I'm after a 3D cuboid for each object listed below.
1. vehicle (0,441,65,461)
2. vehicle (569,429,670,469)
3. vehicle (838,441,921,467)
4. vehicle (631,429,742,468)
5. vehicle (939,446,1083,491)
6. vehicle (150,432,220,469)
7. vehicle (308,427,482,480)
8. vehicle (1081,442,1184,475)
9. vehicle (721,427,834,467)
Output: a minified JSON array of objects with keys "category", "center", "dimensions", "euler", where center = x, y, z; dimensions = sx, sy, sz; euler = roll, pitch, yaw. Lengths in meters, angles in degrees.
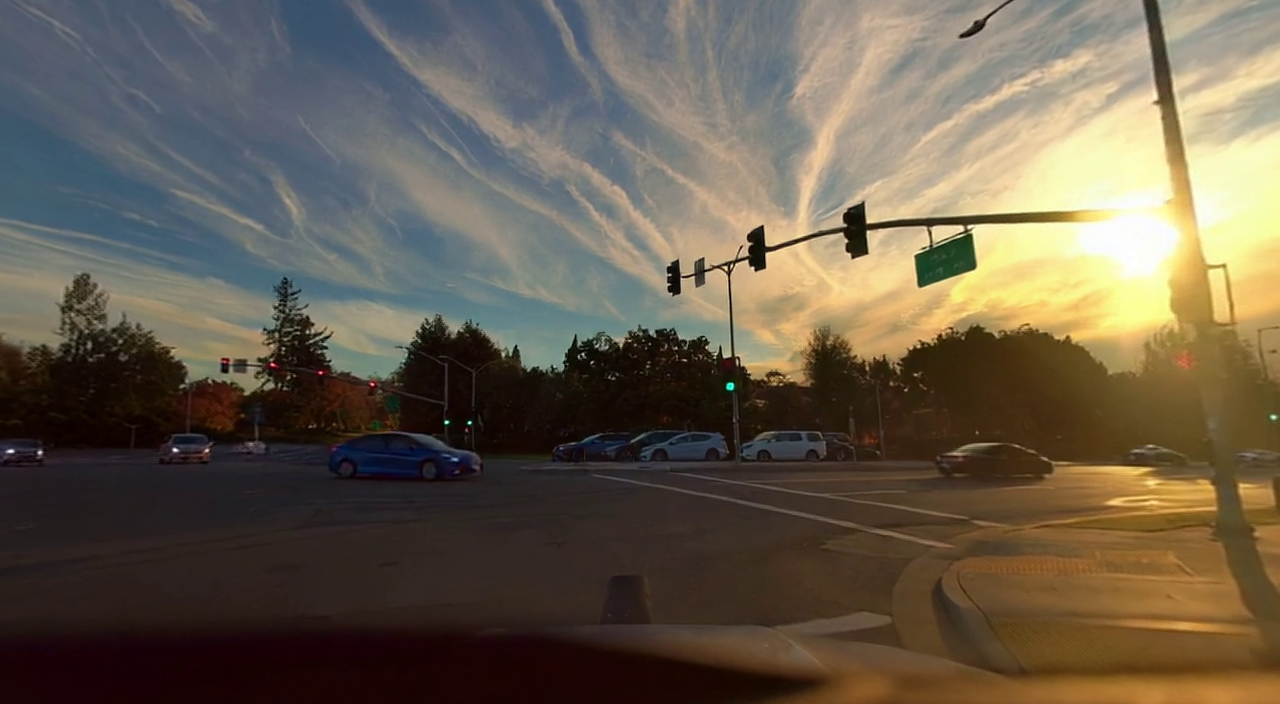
[{"category":"vehicle","center":[-46.404,7.399,47.091],"dimensions":[4.589,1.462,1.953],"euler":[2,-9,-12]},{"category":"vehicle","center":[-0.950,4.565,29.842],"dimensions":[4.360,1.749,1.895],"euler":[4,-10,-28]},{"category":"vehicle","center":[13.931,5.929,36.677],"dimensions":[4.457,1.429,1.862],"euler":[4,-9,-25]},{"category":"vehicle","center":[2.044,4.201,27.548],"dimensions":[4.483,1.589,1.852],"euler":[4,-9,-26]},{"category":"vehicle","center":[12.481,3.845,21.202],"dimensions":[4.425,1.366,1.865],"euler":[4,-9,-24]},{"category":"vehicle","center":[-24.861,5.352,34.356],"dimensions":[2.450,1.807,5.332],"euler":[7,-11,-41]},{"category":"vehicle","center":[-7.358,3.019,18.962],"dimensions":[4.686,1.425,2.018],"euler":[-3,-9,22]},{"category":"vehicle","center":[23.822,5.123,30.450],"dimensions":[5.032,1.473,1.827],"euler":[4,-9,-26]},{"category":"vehicle","center":[7.431,5.143,33.879],"dimensions":[5.791,1.964,2.199],"euler":[5,-10,-25]}]
